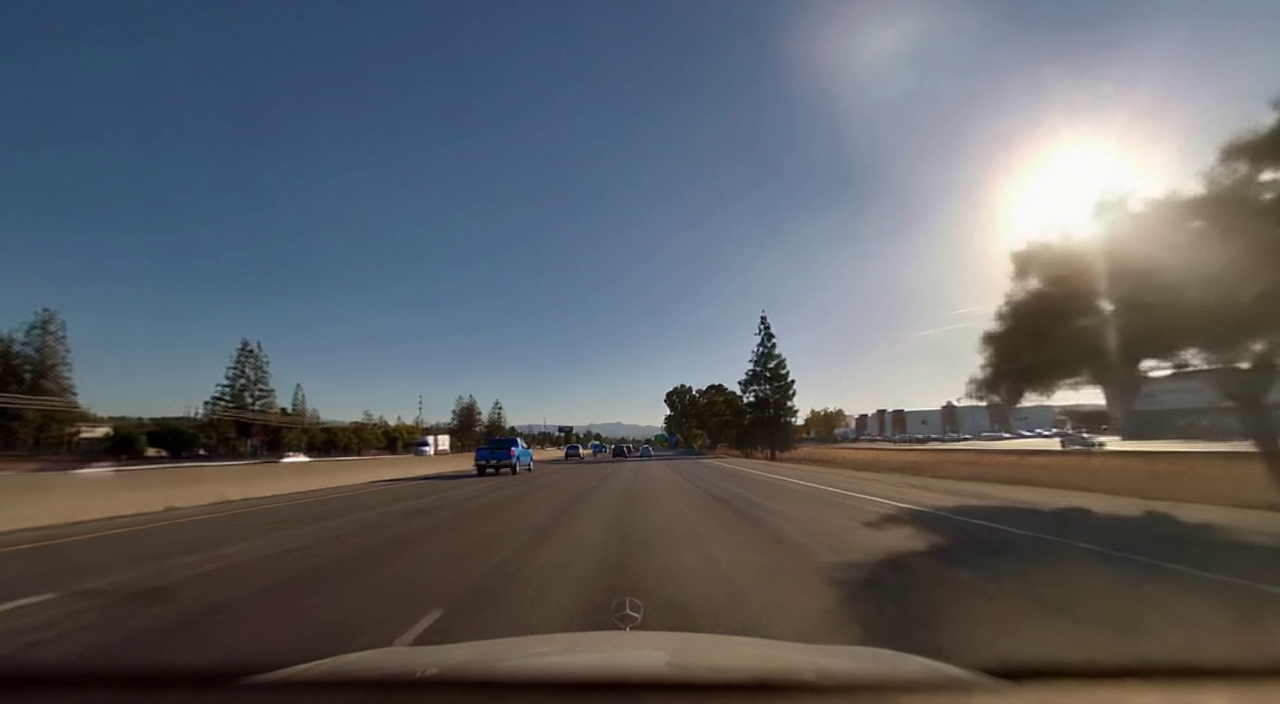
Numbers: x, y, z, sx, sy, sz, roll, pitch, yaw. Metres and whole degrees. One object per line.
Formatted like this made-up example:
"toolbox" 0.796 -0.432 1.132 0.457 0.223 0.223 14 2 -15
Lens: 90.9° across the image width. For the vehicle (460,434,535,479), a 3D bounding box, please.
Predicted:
"vehicle" -6.673 5.001 30.414 2.156 1.911 5.956 0 -9 1
